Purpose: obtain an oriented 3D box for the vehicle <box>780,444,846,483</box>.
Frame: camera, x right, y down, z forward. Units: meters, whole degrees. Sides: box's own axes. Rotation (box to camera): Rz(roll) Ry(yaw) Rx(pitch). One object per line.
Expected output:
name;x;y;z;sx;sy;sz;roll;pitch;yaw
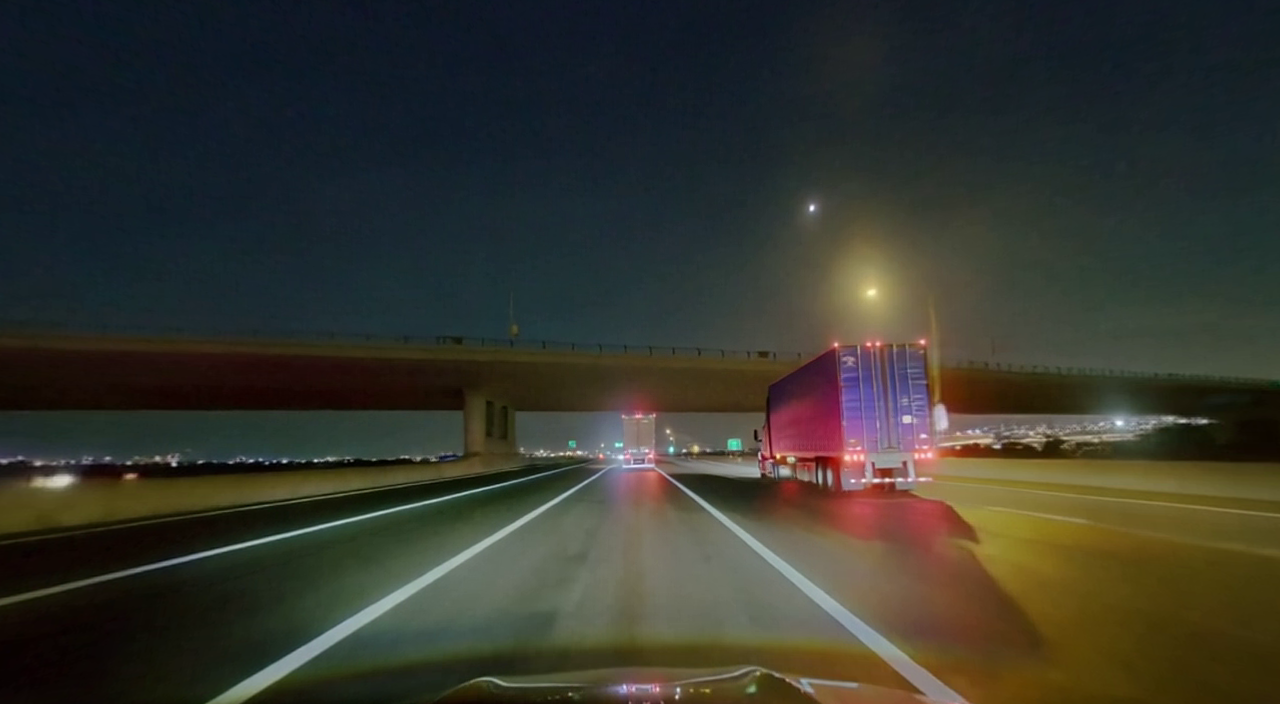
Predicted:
vehicle;7.225;4.691;26.702;1.687;1.503;3.688;0;-9;0
